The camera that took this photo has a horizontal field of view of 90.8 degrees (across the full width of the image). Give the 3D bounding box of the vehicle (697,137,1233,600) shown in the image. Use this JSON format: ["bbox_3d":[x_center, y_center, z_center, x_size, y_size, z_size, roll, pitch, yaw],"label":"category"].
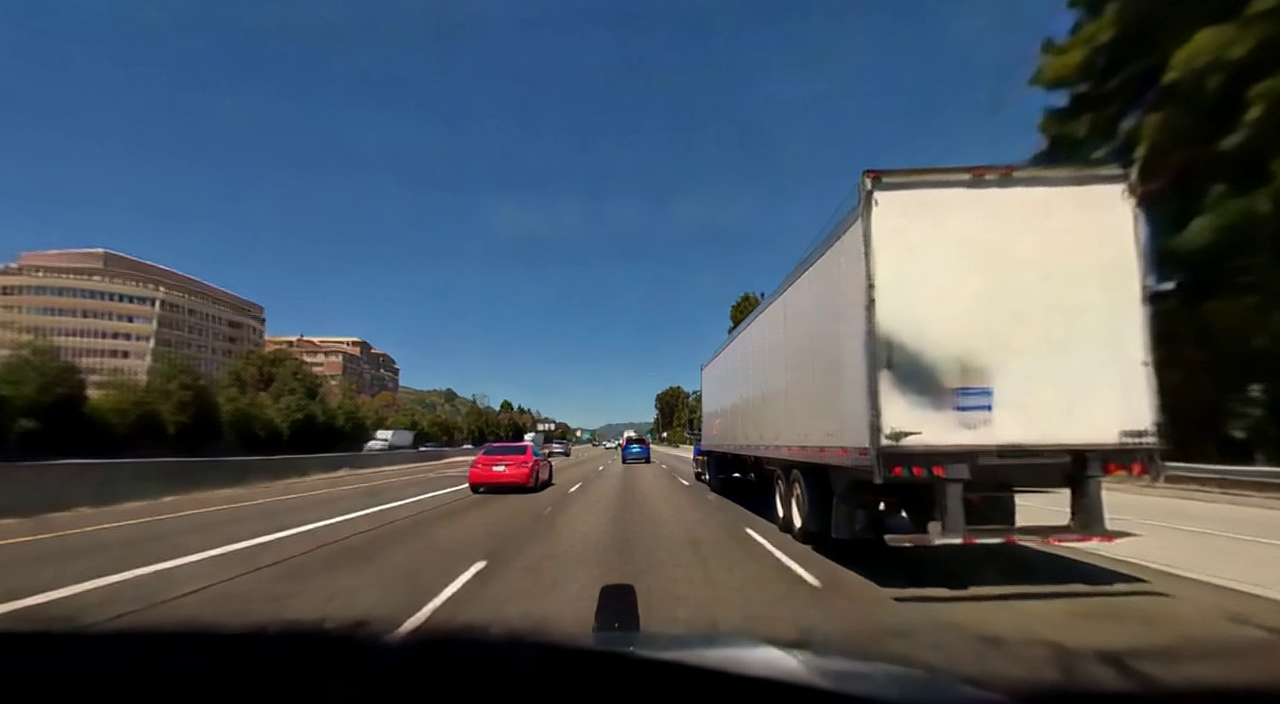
[{"bbox_3d":[3.416,1.135,13.032,2.876,4.086,15.117,0,-8,-1],"label":"vehicle"}]

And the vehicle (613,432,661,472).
[{"bbox_3d":[-0.146,4.900,31.178,2.203,1.805,4.358,0,-8,0],"label":"vehicle"}]

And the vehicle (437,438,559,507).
[{"bbox_3d":[-3.195,2.802,15.228,1.864,1.406,4.544,0,-8,0],"label":"vehicle"}]
